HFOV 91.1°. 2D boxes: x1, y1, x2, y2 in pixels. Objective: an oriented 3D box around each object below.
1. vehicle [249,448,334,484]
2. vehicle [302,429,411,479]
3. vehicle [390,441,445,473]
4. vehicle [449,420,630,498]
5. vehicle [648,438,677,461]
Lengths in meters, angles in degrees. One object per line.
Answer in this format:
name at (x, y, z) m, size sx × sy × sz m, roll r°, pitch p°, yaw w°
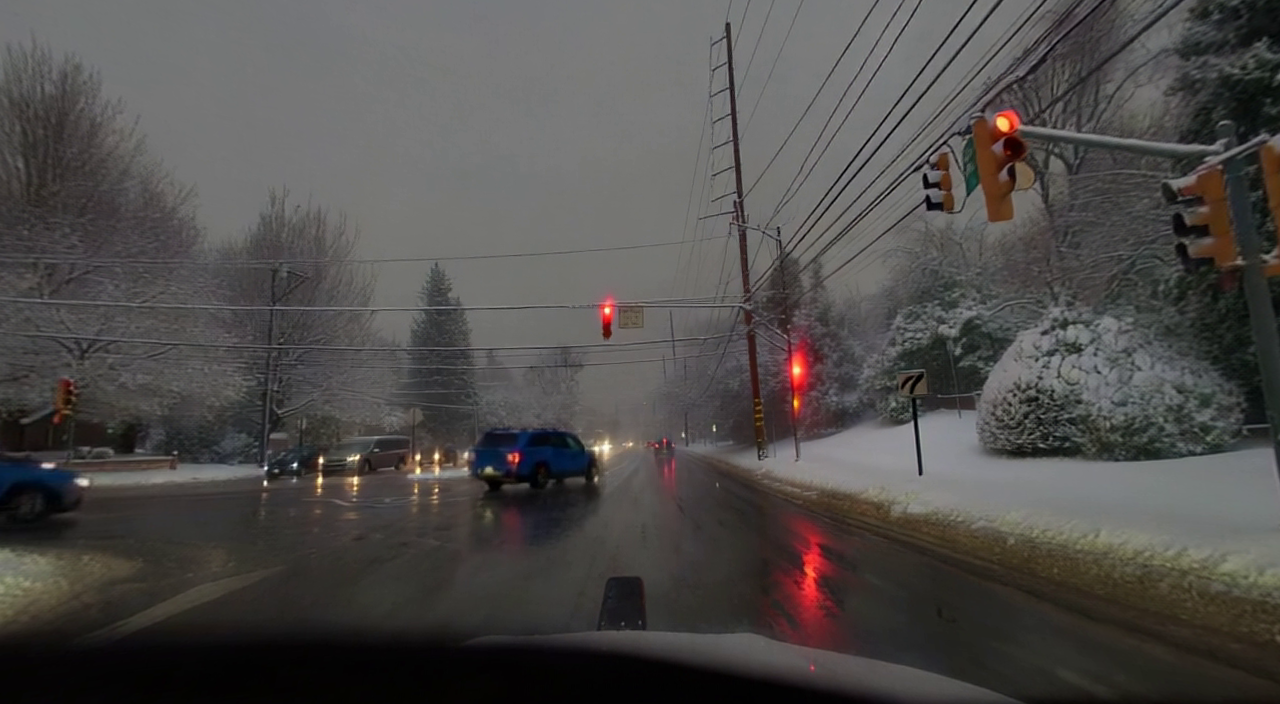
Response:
vehicle at (-17.110, 5.596, 31.054) m, size 1.942 × 1.477 × 3.957 m, roll -4°, pitch -9°, yaw 0°
vehicle at (-13.137, 4.762, 29.614) m, size 2.350 × 2.104 × 5.828 m, roll 0°, pitch -8°, yaw 1°
vehicle at (-13.247, 6.298, 37.621) m, size 1.772 × 1.647 × 4.221 m, roll -4°, pitch -9°, yaw 0°
vehicle at (-2.791, 3.214, 19.316) m, size 2.137 × 1.986 × 5.930 m, roll -5°, pitch -10°, yaw 30°
vehicle at (1.685, 7.474, 48.183) m, size 2.051 × 1.666 × 4.607 m, roll 0°, pitch -8°, yaw 1°
